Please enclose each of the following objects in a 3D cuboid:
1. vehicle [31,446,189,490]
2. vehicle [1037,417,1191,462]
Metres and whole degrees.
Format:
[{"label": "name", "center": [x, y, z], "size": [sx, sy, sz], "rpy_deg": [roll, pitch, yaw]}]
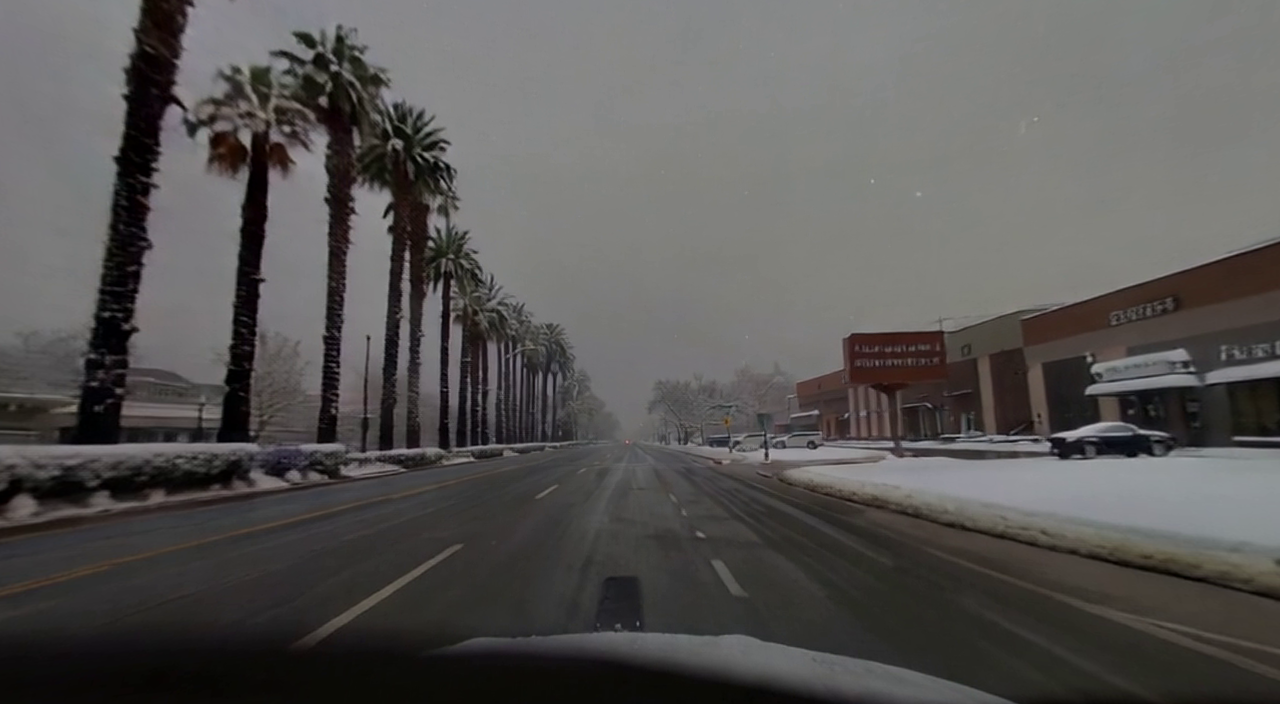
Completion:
[{"label": "vehicle", "center": [-19.679, 4.288, 23.824], "size": [1.919, 1.476, 4.738], "rpy_deg": [0, -9, -1]}, {"label": "vehicle", "center": [19.330, 3.599, 25.924], "size": [4.552, 1.649, 2.187], "rpy_deg": [-1, -9, -3]}]
